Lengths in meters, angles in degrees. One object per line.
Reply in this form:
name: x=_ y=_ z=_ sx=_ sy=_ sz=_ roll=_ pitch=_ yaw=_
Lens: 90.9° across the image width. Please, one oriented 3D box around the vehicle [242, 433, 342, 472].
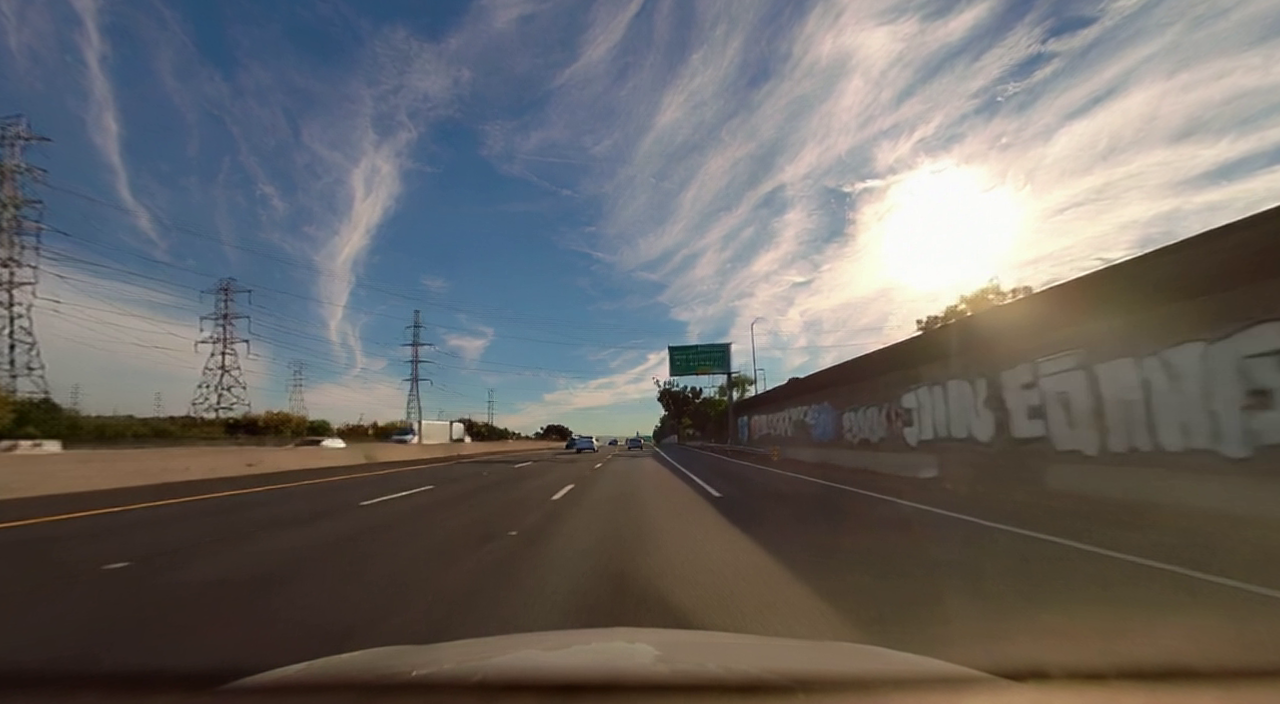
vehicle: x=-15.479 y=4.456 z=28.345 sx=1.965 sy=1.598 sz=4.475 roll=0 pitch=-8 yaw=0
